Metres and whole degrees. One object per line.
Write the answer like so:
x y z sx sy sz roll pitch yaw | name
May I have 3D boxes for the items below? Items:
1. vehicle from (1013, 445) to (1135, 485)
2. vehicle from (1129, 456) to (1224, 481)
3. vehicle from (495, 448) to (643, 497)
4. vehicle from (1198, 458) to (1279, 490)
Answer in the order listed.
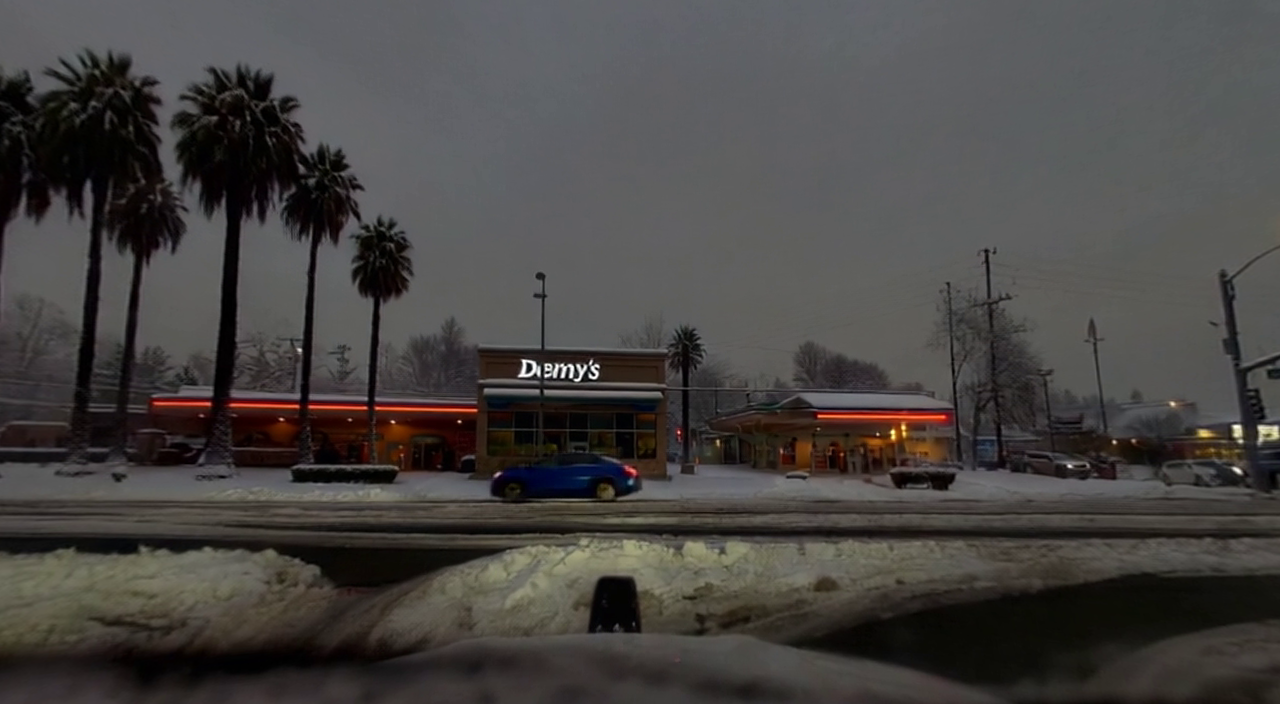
22.554 5.842 32.928 4.880 1.754 2.202 0 -5 -5 | vehicle
34.873 7.546 41.232 1.805 1.466 4.641 1 -9 -6 | vehicle
-2.249 3.904 20.626 4.570 1.480 1.873 1 -9 -4 | vehicle
32.514 6.380 33.229 2.074 1.480 4.369 1 -9 -5 | vehicle
